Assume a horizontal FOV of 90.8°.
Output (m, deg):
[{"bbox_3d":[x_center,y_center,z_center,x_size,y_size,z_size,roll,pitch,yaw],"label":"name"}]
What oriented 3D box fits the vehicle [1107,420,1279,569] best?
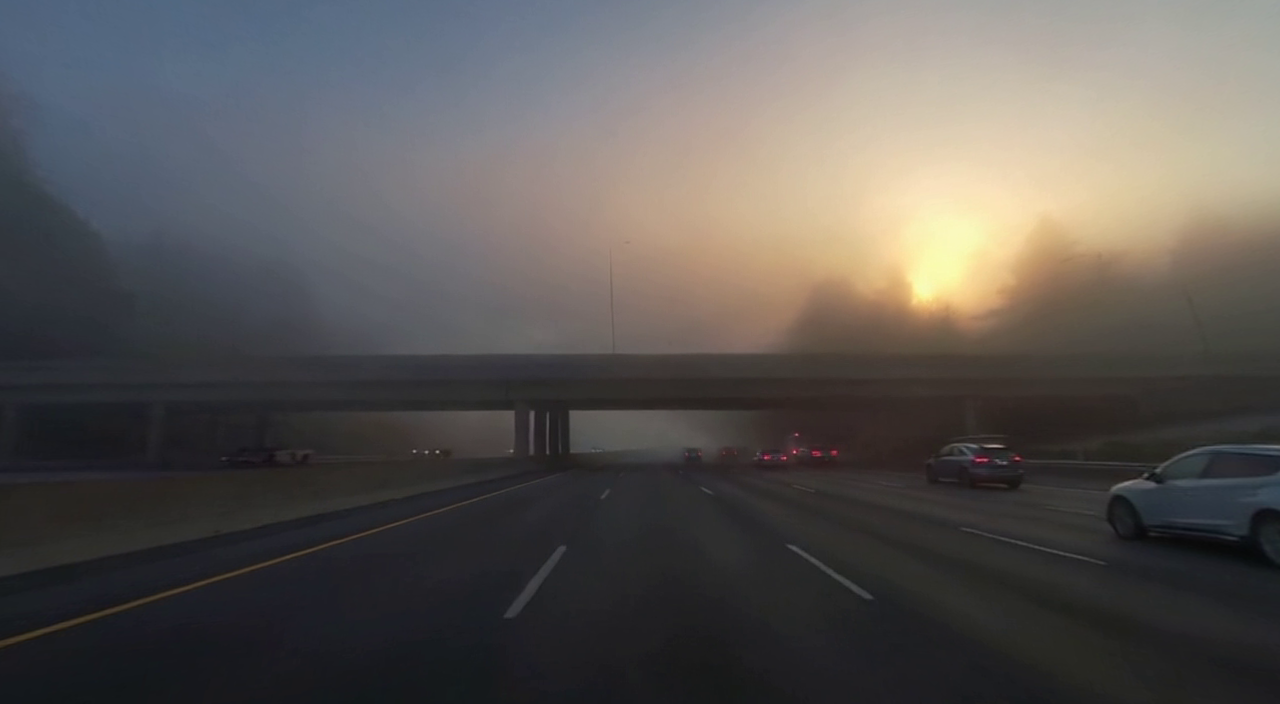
[{"bbox_3d":[7.935,1.606,7.210,1.862,1.613,4.316,0,-9,0],"label":"vehicle"}]
